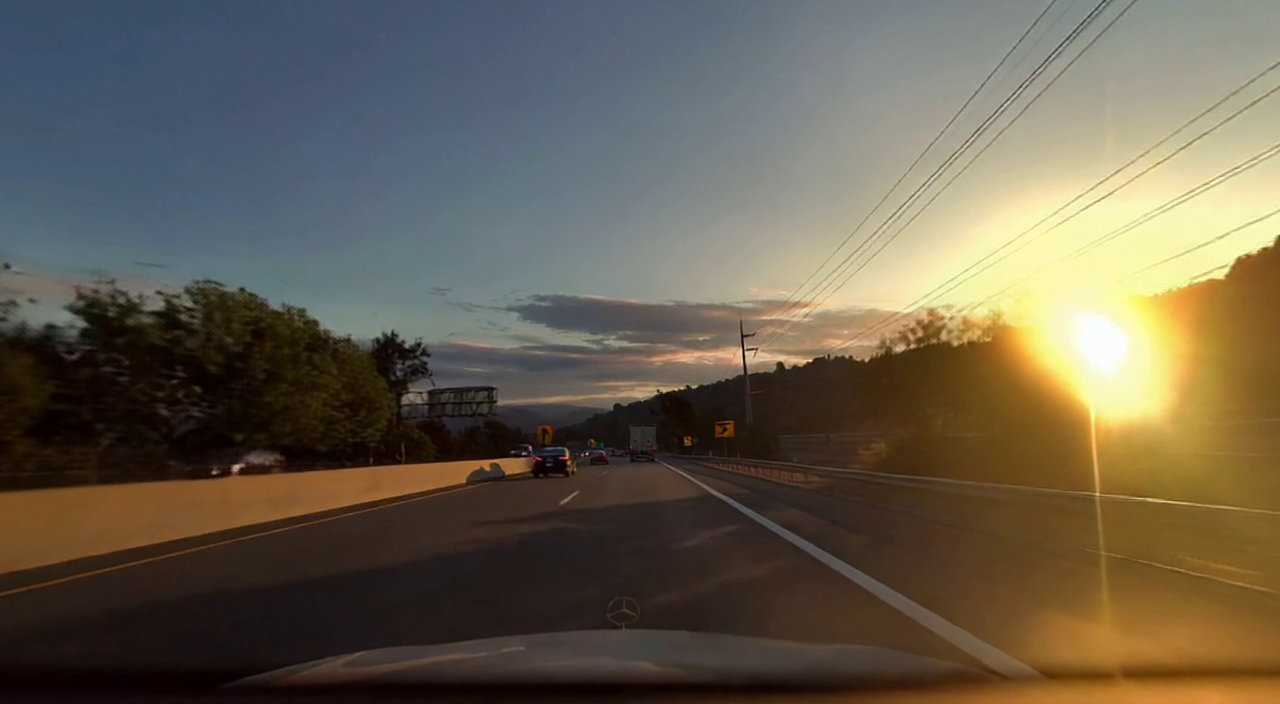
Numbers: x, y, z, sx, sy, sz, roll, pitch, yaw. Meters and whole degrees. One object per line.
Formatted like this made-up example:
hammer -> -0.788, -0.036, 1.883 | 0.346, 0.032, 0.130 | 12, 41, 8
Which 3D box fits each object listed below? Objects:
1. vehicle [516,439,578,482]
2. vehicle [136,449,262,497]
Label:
vehicle -> -3.991, 4.755, 27.780 | 2.111, 1.735, 4.066 | 0, -9, 0
vehicle -> -16.010, 4.376, 23.153 | 1.827, 1.579, 3.858 | 0, -9, -1
